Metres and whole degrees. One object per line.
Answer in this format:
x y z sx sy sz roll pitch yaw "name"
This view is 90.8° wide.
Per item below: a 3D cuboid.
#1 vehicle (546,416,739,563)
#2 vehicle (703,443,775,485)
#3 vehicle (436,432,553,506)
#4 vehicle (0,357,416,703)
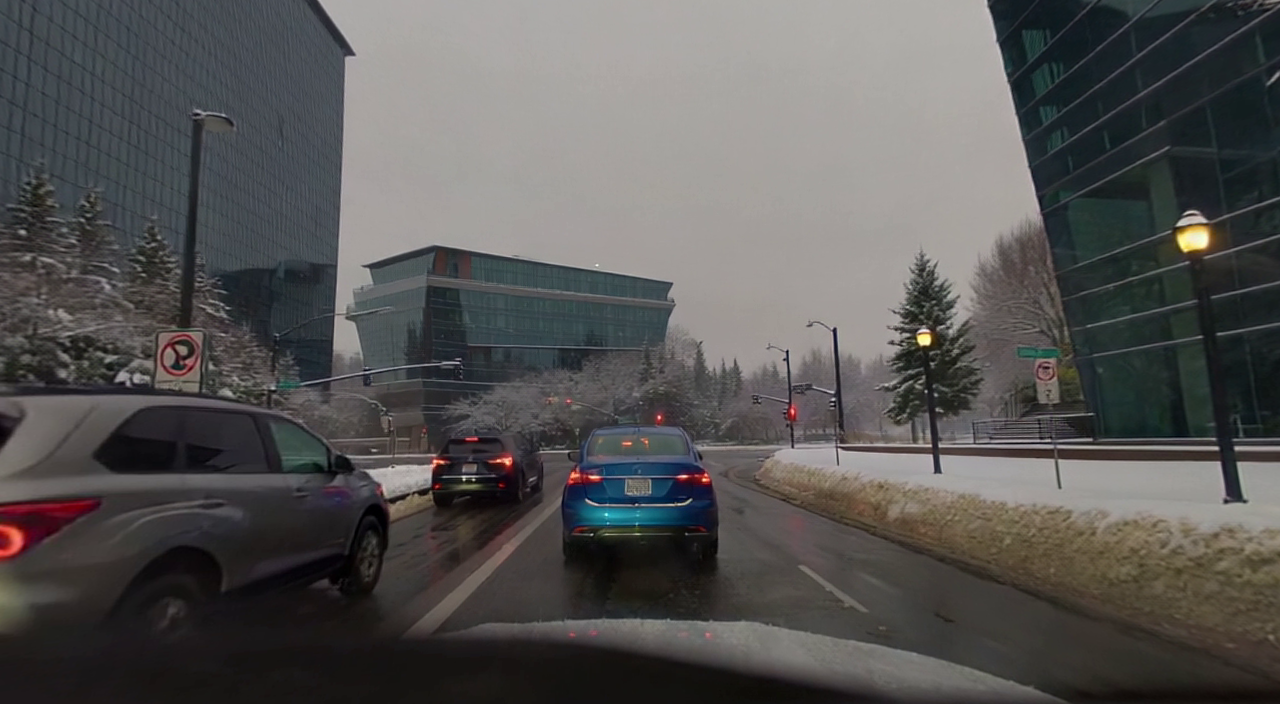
0.005 1.881 9.388 2.207 1.659 4.155 0 -8 -1 "vehicle"
3.706 4.259 24.446 2.082 1.445 4.426 0 -8 0 "vehicle"
-3.624 2.988 16.584 2.068 1.678 4.199 0 -8 0 "vehicle"
-3.569 1.181 4.745 2.083 1.691 4.398 0 -8 1 "vehicle"
